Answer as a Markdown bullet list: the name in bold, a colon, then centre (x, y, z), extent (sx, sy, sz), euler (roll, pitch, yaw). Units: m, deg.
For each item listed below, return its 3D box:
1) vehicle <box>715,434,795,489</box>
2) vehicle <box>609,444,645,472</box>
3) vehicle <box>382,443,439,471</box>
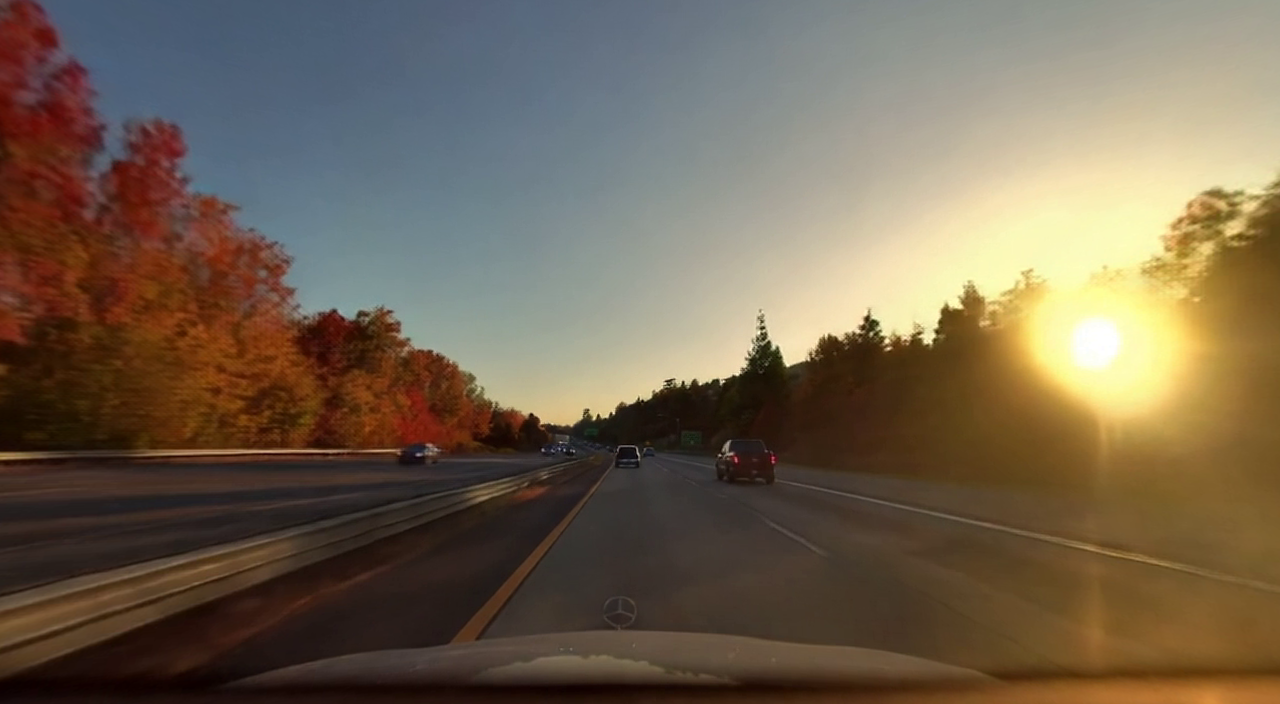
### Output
- **vehicle**: centre (3.927, 3.834, 22.168), extent (1.982, 1.745, 4.151), euler (0, -9, -1)
- **vehicle**: centre (-0.823, 6.756, 40.064), extent (2.151, 1.693, 4.201), euler (0, -9, -1)
- **vehicle**: centre (-13.056, 5.990, 35.823), extent (1.842, 1.486, 3.745), euler (0, -9, 0)
